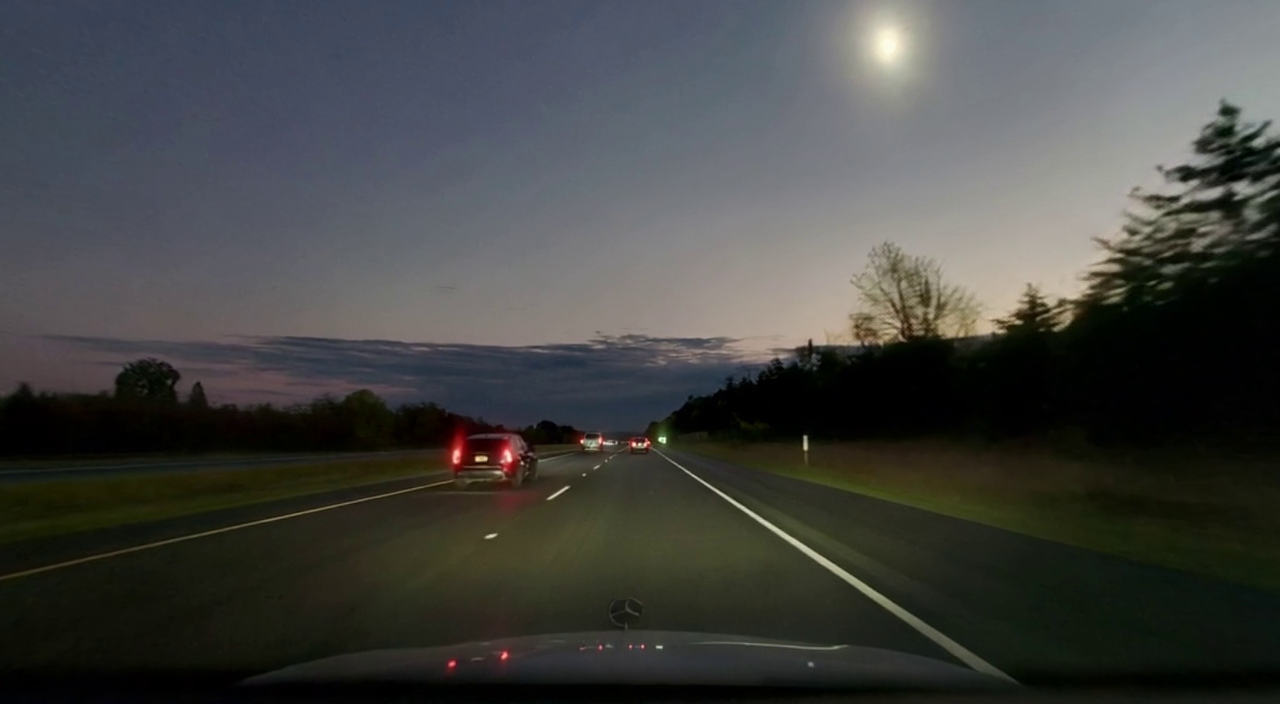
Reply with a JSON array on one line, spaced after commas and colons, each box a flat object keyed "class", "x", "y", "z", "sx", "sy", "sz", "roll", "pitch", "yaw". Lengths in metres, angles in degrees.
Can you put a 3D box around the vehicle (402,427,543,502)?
[{"class": "vehicle", "x": -3.907, "y": 2.717, "z": 15.663, "sx": 2.190, "sy": 1.571, "sz": 4.643, "roll": 0, "pitch": -8, "yaw": 1}]
